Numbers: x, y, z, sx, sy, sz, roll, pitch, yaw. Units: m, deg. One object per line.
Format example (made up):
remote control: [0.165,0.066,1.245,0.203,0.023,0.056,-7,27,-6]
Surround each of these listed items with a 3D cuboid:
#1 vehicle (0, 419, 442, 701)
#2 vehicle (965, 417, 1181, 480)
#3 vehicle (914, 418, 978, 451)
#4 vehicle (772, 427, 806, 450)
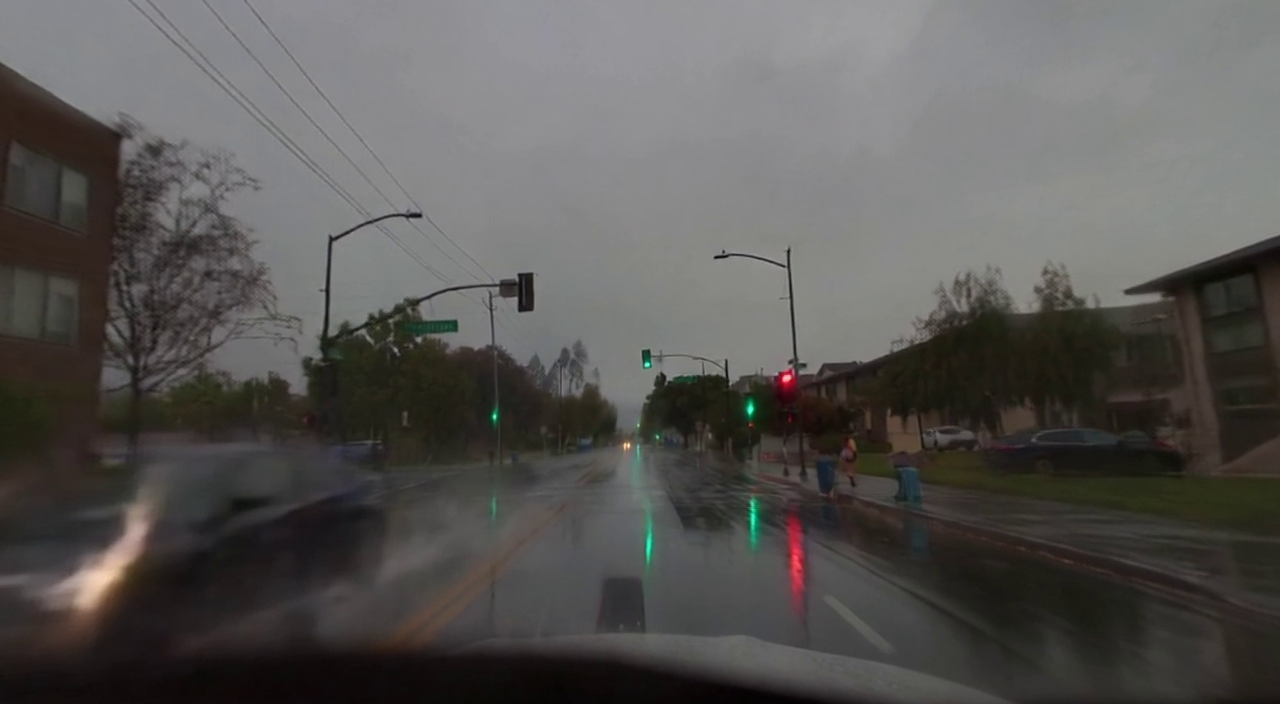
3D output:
vehicle: [-3.518,1.463,5.674,2.015,1.508,4.353,0,-9,1]
vehicle: [12.772,2.864,18.856,4.908,1.521,2.108,-2,-8,-4]
vehicle: [17.142,4.667,35.609,2.013,1.722,4.007,-2,-8,8]
vehicle: [11.523,6.737,49.109,1.950,1.714,4.245,-1,-9,5]
